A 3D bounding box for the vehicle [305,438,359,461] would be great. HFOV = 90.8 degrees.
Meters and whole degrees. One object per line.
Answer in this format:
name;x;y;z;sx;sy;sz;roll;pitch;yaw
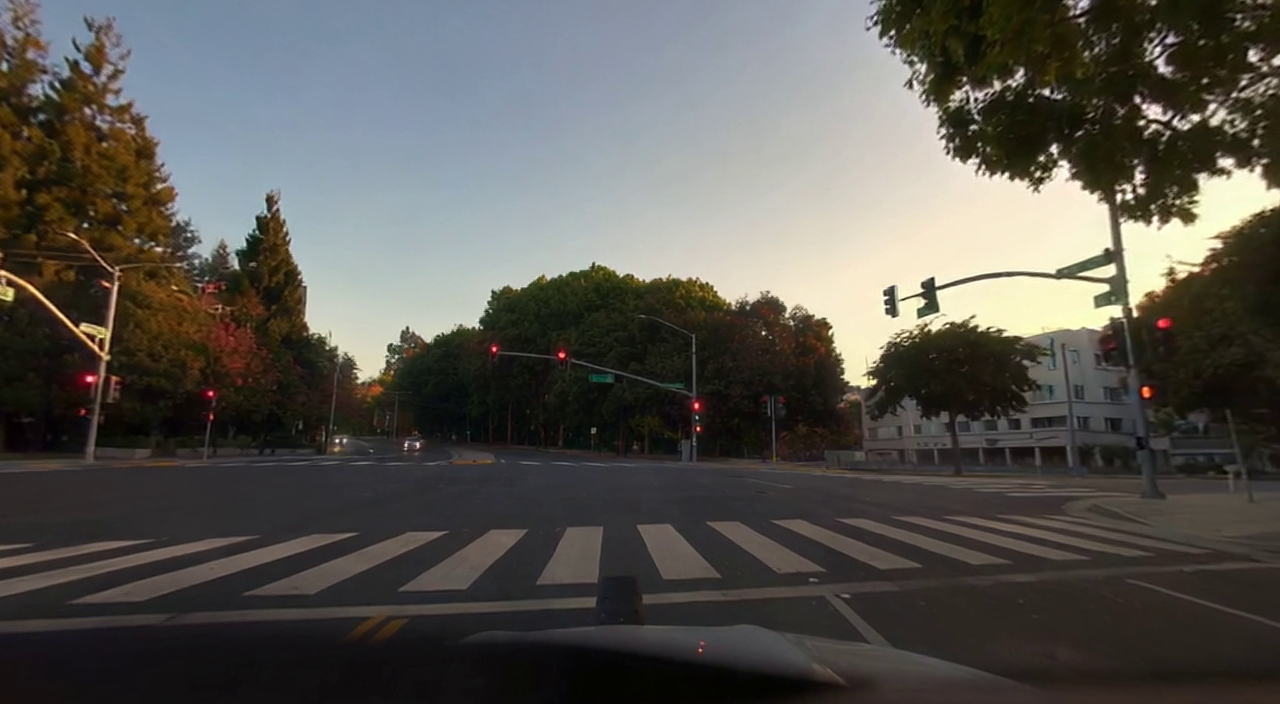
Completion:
vehicle;-20.415;6.466;42.074;1.918;1.432;4.433;1;-9;-8
